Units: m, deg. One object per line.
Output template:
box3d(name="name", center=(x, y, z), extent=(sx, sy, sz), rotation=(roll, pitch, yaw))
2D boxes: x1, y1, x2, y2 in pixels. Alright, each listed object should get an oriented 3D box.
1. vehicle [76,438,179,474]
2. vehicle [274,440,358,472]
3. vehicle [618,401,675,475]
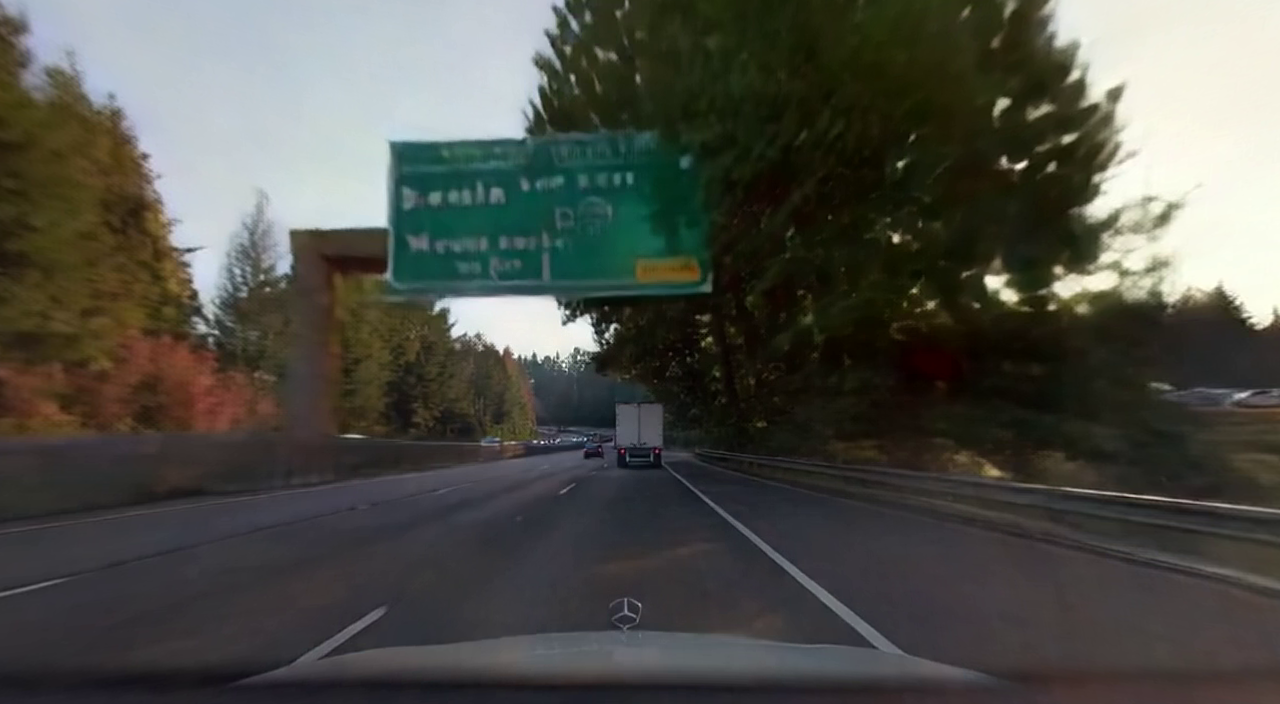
box3d(name="vehicle", center=(-22.750, 4.639, 28.178), extent=(1.681, 1.456, 3.484), rotation=(0, -9, -1))
box3d(name="vehicle", center=(-16.465, 5.326, 32.350), extent=(1.897, 1.491, 4.483), rotation=(0, -9, 0))
box3d(name="vehicle", center=(0.209, 5.438, 38.883), extent=(2.976, 3.800, 12.335), rotation=(0, -9, -1))
